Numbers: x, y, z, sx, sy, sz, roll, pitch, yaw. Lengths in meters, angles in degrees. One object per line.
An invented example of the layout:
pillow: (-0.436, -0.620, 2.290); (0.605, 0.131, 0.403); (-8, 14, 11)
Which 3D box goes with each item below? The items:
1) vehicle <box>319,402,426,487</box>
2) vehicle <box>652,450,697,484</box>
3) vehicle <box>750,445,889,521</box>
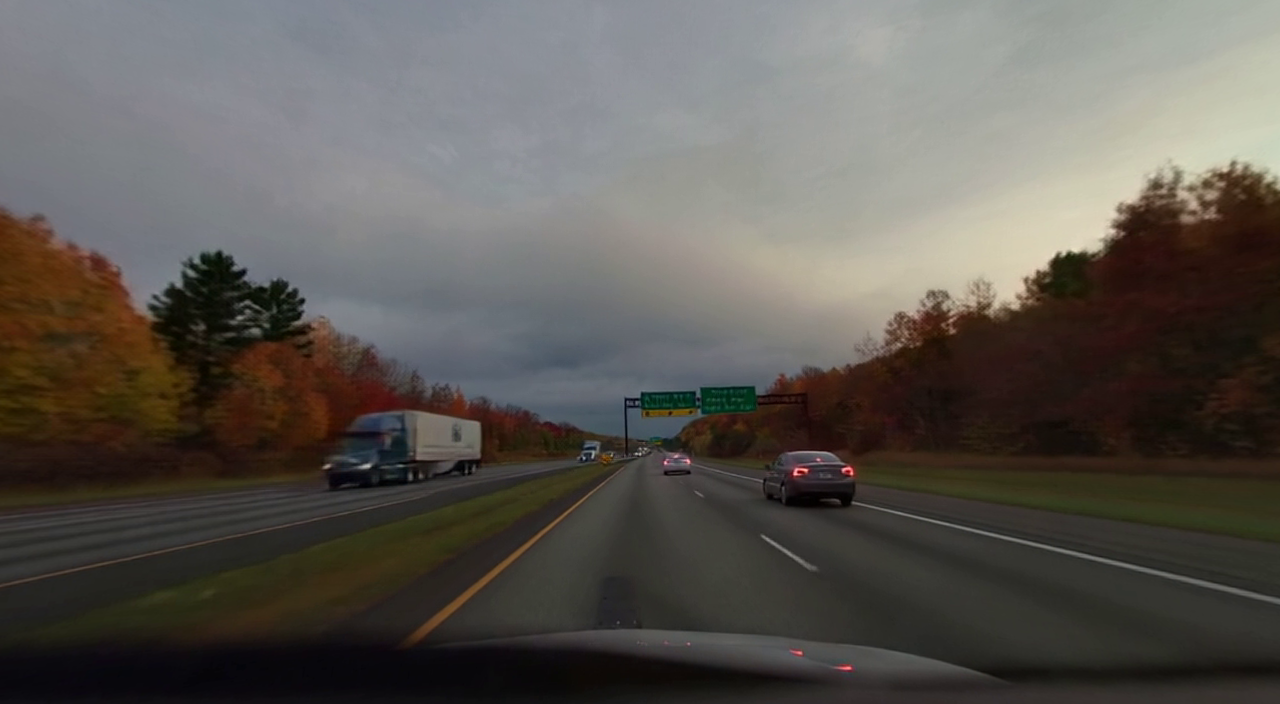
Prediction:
vehicle: (-13.749, 4.832, 32.795); (2.861, 4.069, 5.249); (0, -9, 3)
vehicle: (1.630, 5.724, 31.573); (2.070, 1.546, 4.648); (0, -9, 1)
vehicle: (4.139, 3.080, 15.297); (2.119, 1.557, 4.163); (0, -9, 0)
